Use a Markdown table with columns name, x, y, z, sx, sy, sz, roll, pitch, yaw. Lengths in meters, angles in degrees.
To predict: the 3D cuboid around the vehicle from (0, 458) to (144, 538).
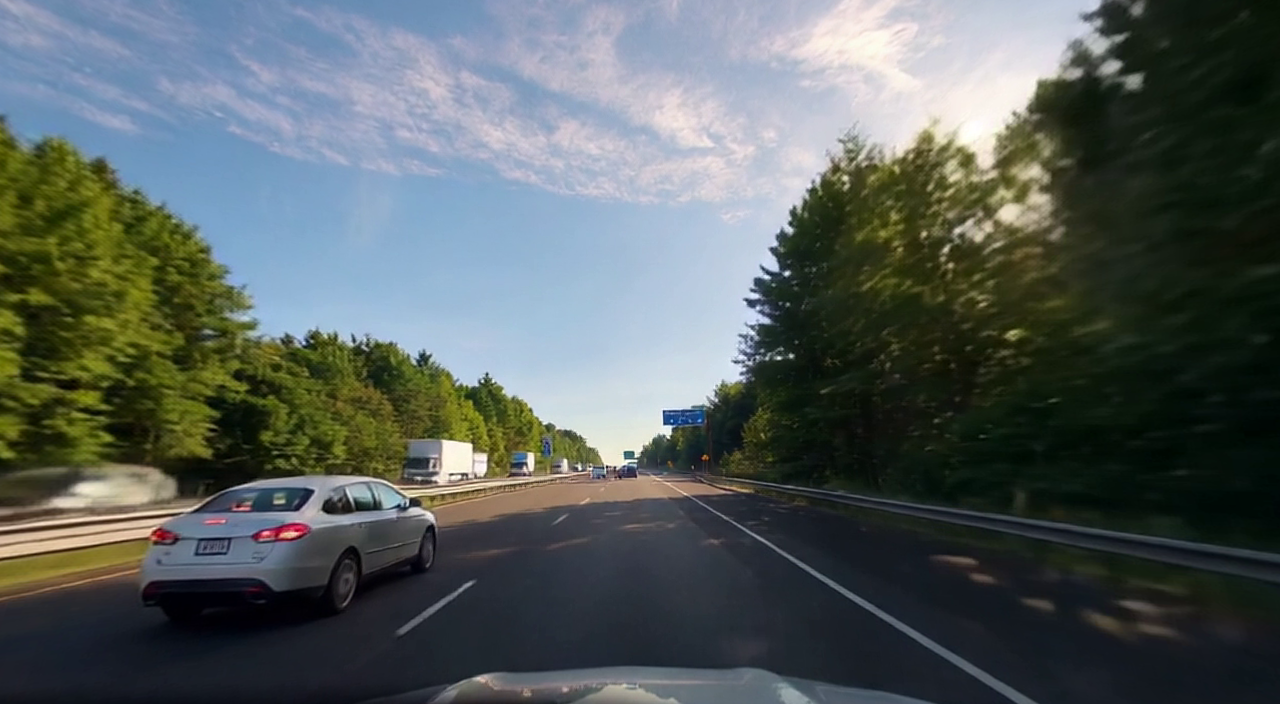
| name | x | y | z | sx | sy | sz | roll | pitch | yaw |
| --- | --- | --- | --- | --- | --- | --- | --- | --- | --- |
| vehicle | -12.975 | 2.905 | 12.790 | 2.022 | 1.459 | 4.613 | 1 | -10 | 0 |
